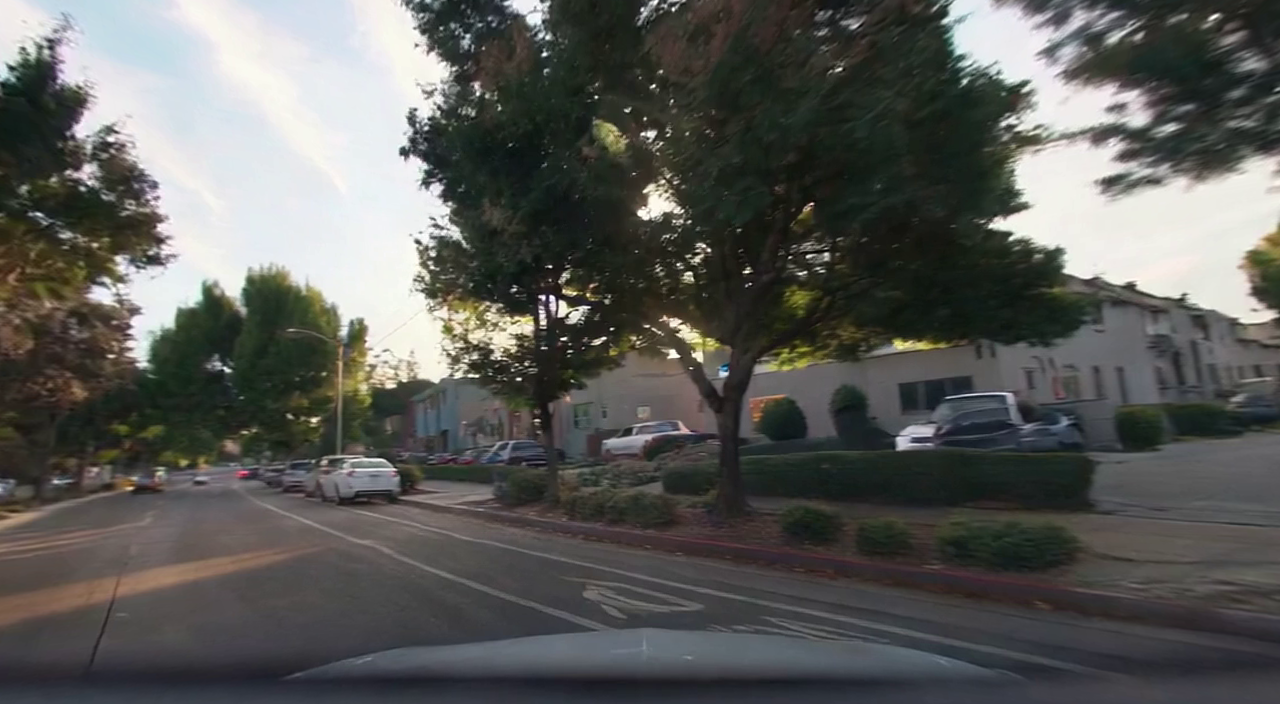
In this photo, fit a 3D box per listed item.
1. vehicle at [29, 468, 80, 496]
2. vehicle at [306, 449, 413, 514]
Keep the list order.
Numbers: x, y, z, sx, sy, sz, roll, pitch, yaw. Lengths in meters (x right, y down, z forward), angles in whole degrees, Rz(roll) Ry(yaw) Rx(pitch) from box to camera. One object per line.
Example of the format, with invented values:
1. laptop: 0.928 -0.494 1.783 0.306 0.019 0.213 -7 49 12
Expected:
1. vehicle: -42.548 9.415 45.931 2.331 1.696 4.861 6 -11 -39
2. vehicle: -9.163 4.036 20.361 2.078 1.738 5.133 5 -10 -35
